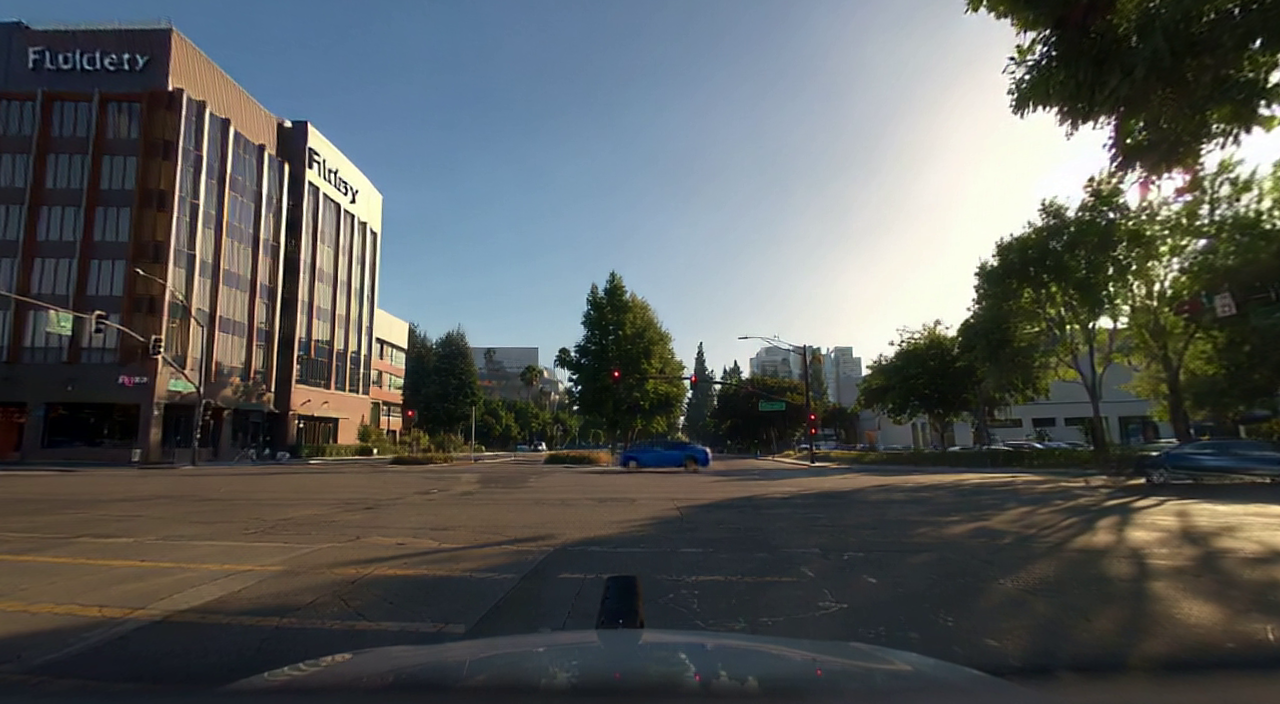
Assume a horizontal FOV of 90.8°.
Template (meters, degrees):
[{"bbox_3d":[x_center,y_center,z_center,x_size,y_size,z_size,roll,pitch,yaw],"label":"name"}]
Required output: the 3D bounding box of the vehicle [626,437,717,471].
[{"bbox_3d":[1.611,5.460,33.888,4.639,1.699,2.030,0,-9,-4],"label":"vehicle"}]
